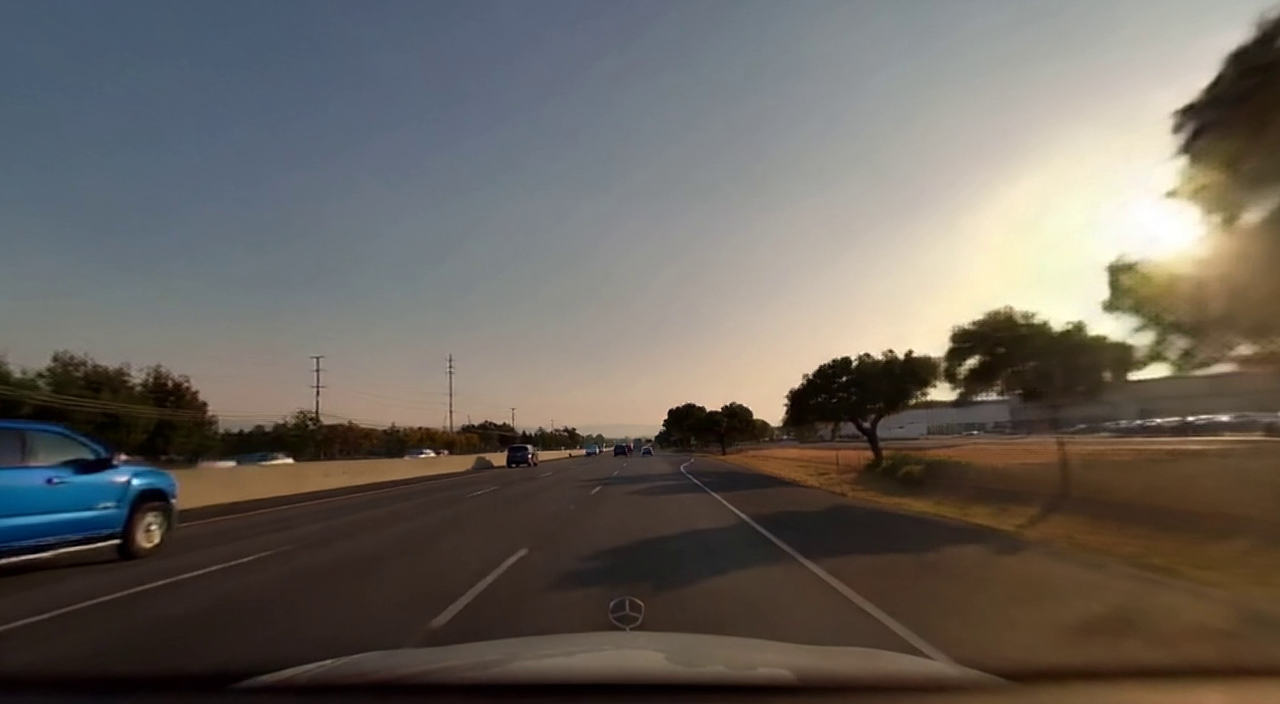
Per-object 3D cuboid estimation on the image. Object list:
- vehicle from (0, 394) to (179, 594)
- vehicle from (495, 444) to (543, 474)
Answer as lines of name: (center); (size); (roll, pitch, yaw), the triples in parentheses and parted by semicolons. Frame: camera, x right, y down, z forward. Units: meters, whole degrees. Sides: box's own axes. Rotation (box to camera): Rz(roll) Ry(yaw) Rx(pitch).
vehicle: (-7.260, 1.265, 5.337); (2.156, 1.911, 5.956); (0, -8, 1)
vehicle: (-7.251, 6.464, 38.297); (2.021, 1.699, 4.324); (0, -8, 1)
